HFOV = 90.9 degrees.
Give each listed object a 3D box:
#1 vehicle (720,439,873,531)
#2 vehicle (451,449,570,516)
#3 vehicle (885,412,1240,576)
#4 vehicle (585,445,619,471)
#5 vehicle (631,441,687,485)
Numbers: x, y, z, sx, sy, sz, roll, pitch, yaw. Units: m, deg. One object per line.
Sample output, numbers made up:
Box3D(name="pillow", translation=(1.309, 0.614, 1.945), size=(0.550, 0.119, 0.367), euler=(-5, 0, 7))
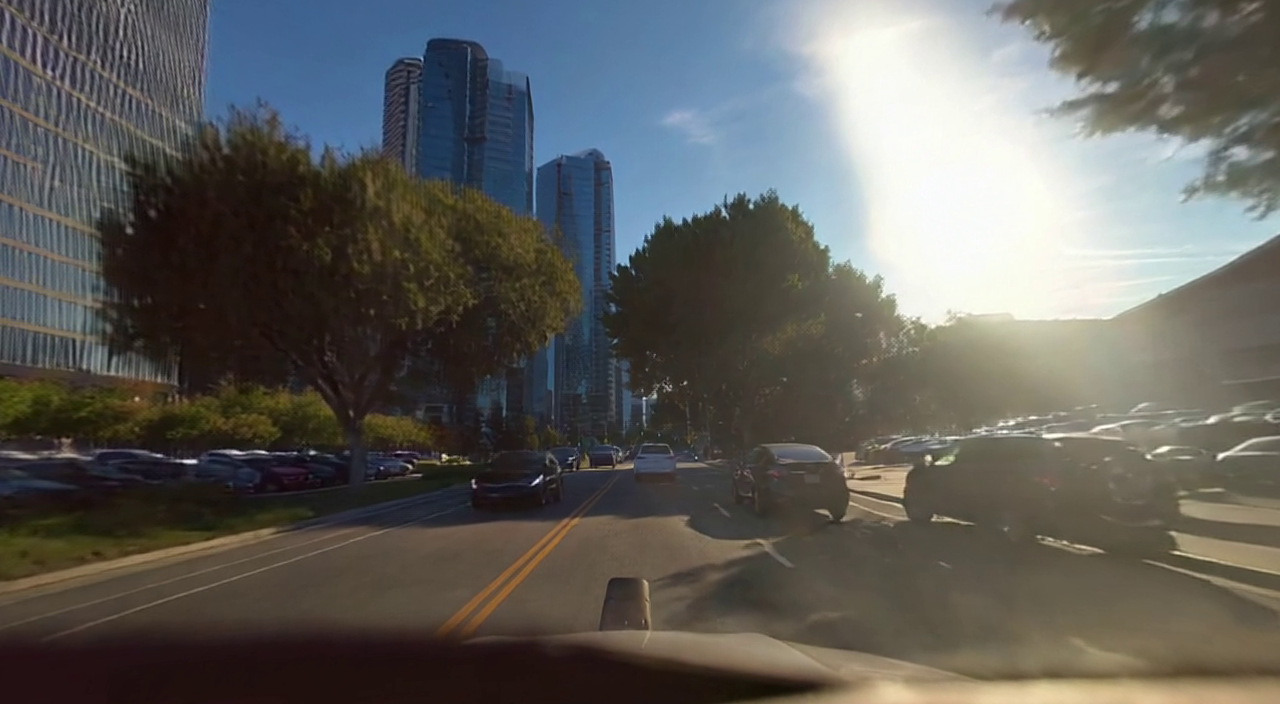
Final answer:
Box3D(name="vehicle", translation=(2.938, 2.578, 12.862), size=(1.991, 1.536, 4.116), euler=(0, -9, -1))
Box3D(name="vehicle", translation=(-3.017, 3.144, 15.720), size=(1.997, 1.415, 4.195), euler=(0, -9, 1))
Box3D(name="vehicle", translation=(5.661, 1.942, 9.454), size=(2.059, 1.813, 4.637), euler=(0, -9, 0))
Box3D(name="vehicle", translation=(-2.596, 7.365, 44.174), size=(2.065, 1.708, 4.311), euler=(0, -9, 1))
Box3D(name="vehicle", translation=(0.741, 4.498, 25.890), size=(2.105, 1.653, 3.887), euler=(0, -9, 1))
